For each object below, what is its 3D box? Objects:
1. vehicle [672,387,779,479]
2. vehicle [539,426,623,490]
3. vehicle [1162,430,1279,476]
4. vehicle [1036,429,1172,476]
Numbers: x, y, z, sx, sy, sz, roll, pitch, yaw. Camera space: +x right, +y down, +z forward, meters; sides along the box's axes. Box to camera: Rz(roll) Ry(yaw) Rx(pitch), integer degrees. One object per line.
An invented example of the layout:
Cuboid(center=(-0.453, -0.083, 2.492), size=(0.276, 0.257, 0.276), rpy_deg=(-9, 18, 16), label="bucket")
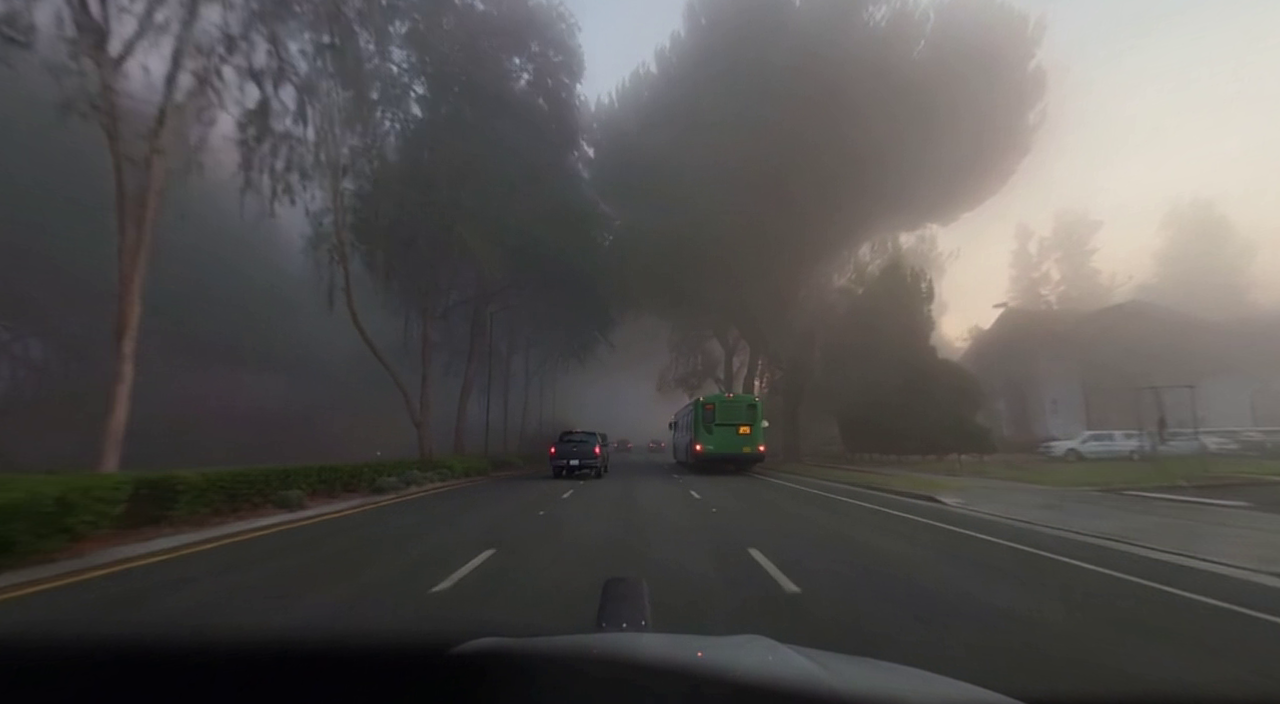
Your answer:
Cuboid(center=(3.359, 3.821, 28.819), size=(3.059, 3.264, 12.623), rpy_deg=(0, -8, 0), label="vehicle")
Cuboid(center=(-1.802, 3.491, 21.095), size=(2.074, 1.849, 5.137), rpy_deg=(0, -8, 3), label="vehicle")
Cuboid(center=(21.925, 3.644, 22.970), size=(1.905, 1.481, 4.731), rpy_deg=(-1, -9, 4), label="vehicle")
Cuboid(center=(16.609, 3.660, 22.885), size=(1.797, 1.455, 4.342), rpy_deg=(-2, -9, 3), label="vehicle")
